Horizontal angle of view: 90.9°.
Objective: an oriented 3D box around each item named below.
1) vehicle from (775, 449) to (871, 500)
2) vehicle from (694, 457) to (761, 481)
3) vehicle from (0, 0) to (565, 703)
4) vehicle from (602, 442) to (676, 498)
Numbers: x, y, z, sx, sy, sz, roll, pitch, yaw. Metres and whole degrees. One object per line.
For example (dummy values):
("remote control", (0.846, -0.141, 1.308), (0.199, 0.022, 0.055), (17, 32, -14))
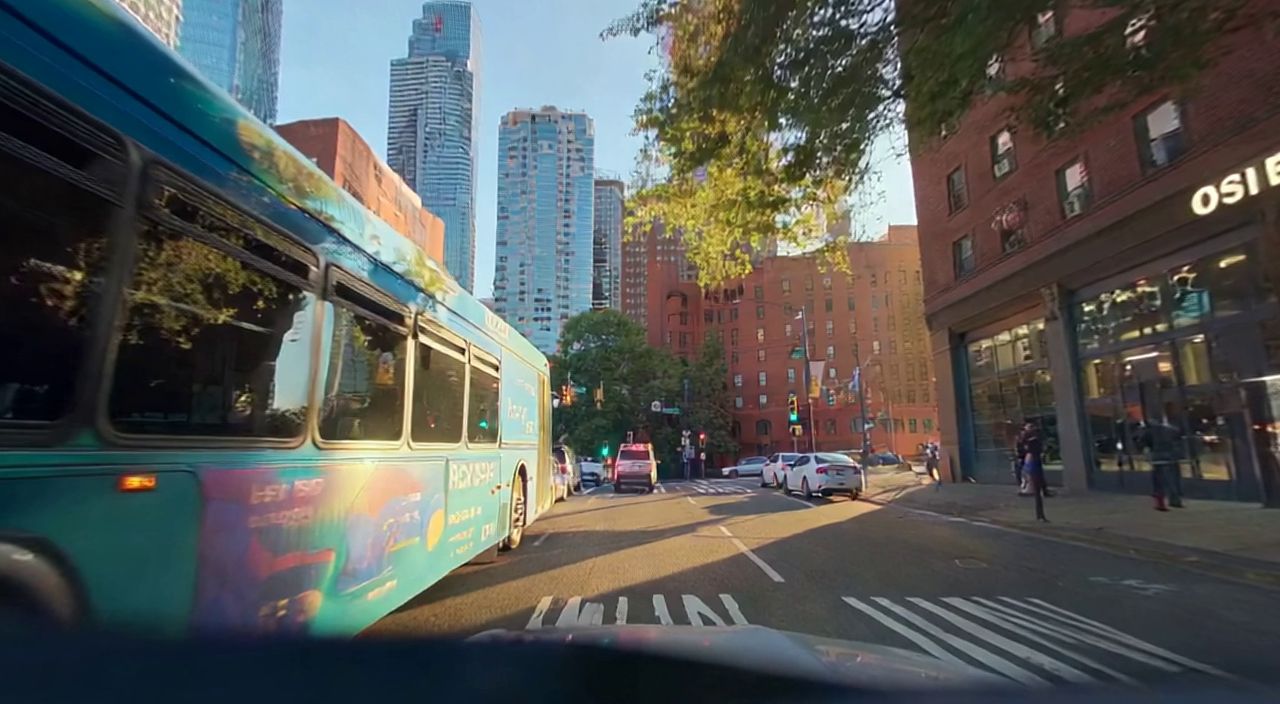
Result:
("vehicle", (6.026, 4.073, 21.432), (1.919, 1.529, 4.558), (0, -9, 0))
("vehicle", (6.234, 8.282, 44.876), (4.551, 1.500, 1.944), (5, -10, -32))
("vehicle", (-2.987, 0.632, 5.608), (2.922, 3.323, 13.151), (0, -9, 1))
("vehicle", (0.008, 4.135, 22.549), (2.328, 1.746, 5.072), (0, -9, 1))
